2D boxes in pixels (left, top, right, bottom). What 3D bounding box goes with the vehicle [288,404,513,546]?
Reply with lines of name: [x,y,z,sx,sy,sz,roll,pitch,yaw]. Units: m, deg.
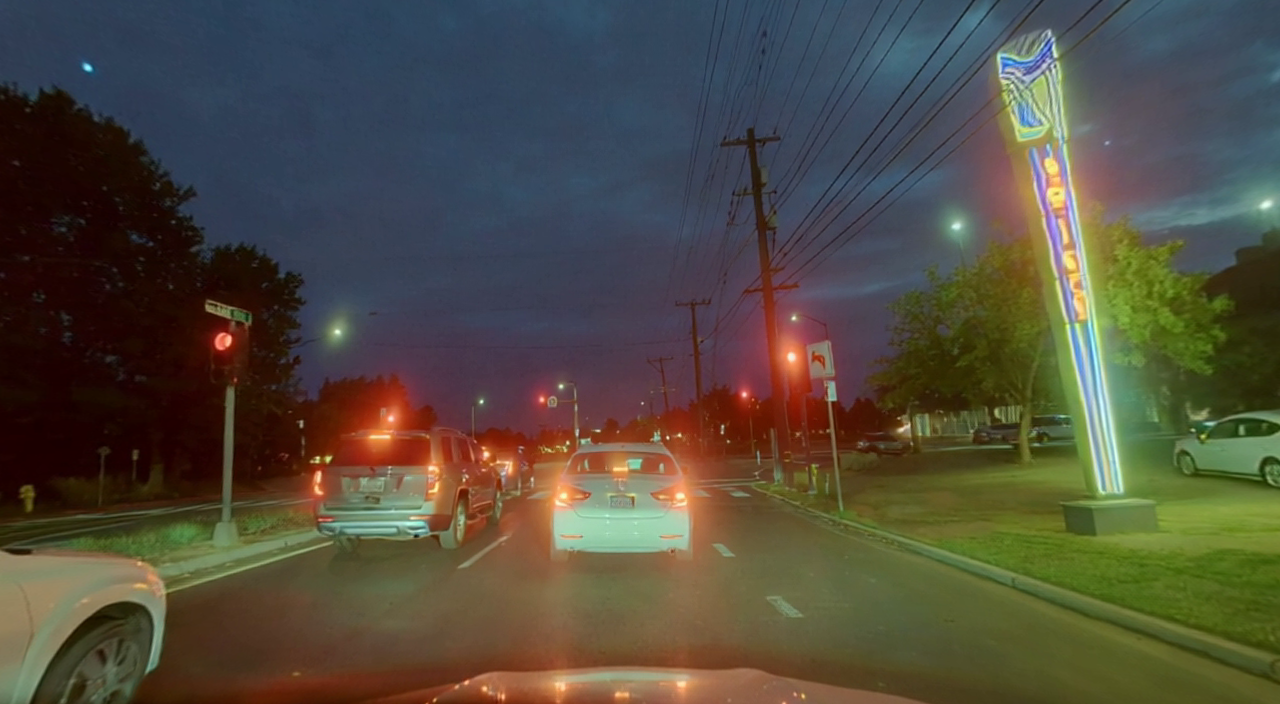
vehicle: [-3.848,2.087,11.368,2.147,1.963,4.927,0,-8,-1]

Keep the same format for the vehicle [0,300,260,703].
vehicle: [-3.584,0.635,1.528,2.085,1.943,5.053,0,-8,1]

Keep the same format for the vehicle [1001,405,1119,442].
vehicle: [26.840,4.640,40.523,5.782,2.286,2.223,-1,-9,4]

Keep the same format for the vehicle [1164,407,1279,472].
vehicle: [17.014,2.551,18.288,1.858,1.622,4.491,-5,-10,28]

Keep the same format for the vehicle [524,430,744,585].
vehicle: [-0.101,1.800,8.144,2.121,1.474,3.968,0,-8,-1]
